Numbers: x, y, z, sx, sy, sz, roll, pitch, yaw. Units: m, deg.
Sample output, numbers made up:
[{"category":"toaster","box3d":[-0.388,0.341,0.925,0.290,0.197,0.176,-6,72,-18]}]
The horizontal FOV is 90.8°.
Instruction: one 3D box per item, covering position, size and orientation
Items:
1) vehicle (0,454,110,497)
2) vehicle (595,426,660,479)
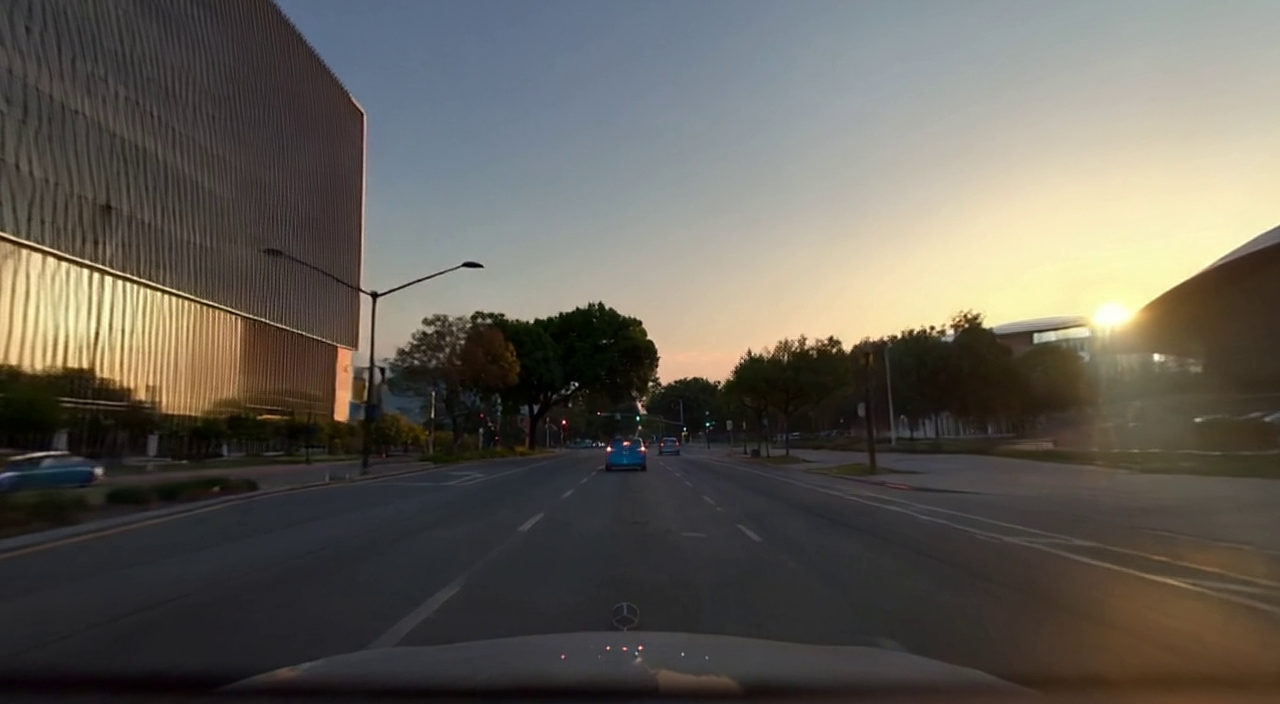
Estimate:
[{"category":"vehicle","box3d":[-23.589,4.788,24.811,1.867,1.469,4.243,0,-8,0]},{"category":"vehicle","box3d":[-0.471,3.889,24.563,2.313,1.860,4.319,0,-8,-1]}]
